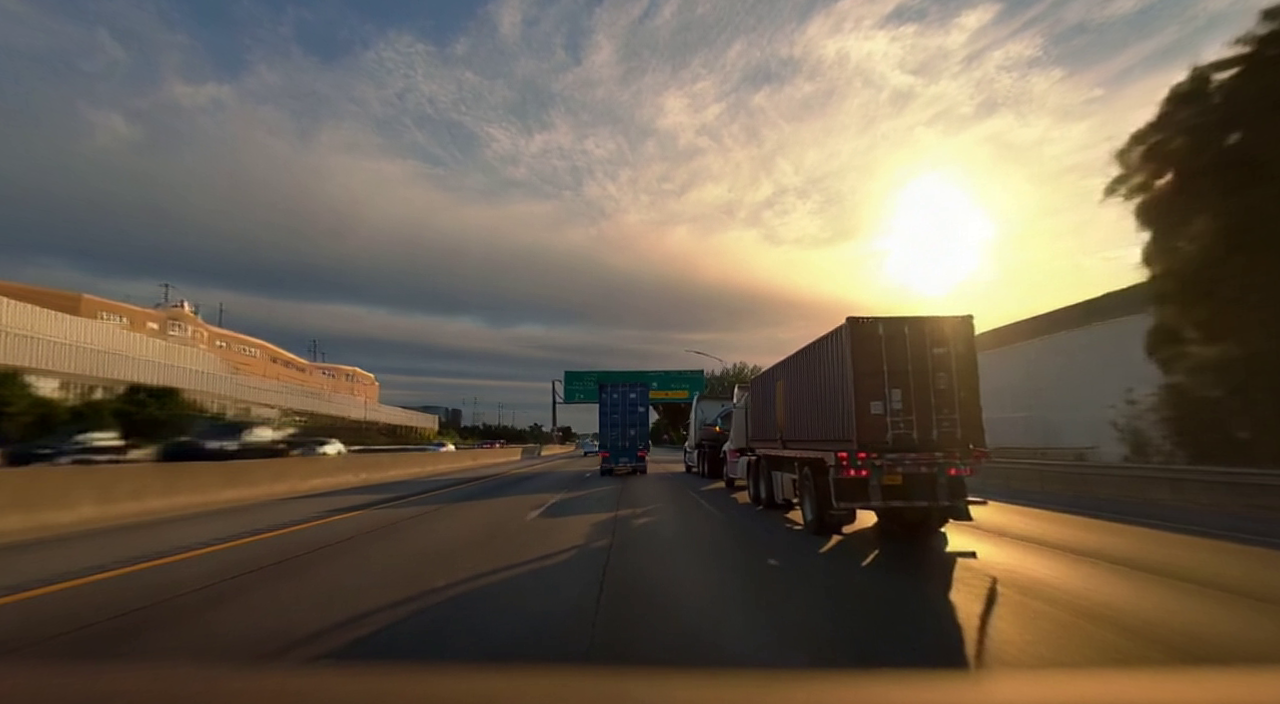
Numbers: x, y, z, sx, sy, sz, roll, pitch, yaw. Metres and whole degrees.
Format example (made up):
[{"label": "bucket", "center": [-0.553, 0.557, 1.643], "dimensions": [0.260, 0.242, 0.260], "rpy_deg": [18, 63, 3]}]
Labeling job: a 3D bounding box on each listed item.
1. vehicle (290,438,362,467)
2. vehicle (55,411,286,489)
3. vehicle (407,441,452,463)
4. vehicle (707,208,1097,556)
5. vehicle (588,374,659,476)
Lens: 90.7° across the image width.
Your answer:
[{"label": "vehicle", "center": [-17.782, 5.700, 36.088], "dimensions": [1.897, 1.498, 4.642], "rpy_deg": [0, -8, -2]}, {"label": "vehicle", "center": [-12.528, 2.698, 17.589], "dimensions": [2.220, 1.787, 5.560], "rpy_deg": [0, -8, -1]}, {"label": "vehicle", "center": [-14.341, 6.829, 43.338], "dimensions": [1.814, 1.449, 4.409], "rpy_deg": [0, -8, -3]}, {"label": "vehicle", "center": [3.649, 1.198, 13.705], "dimensions": [2.803, 4.072, 12.744], "rpy_deg": [0, -8, -1]}, {"label": "vehicle", "center": [-0.558, 3.833, 31.670], "dimensions": [2.841, 4.071, 12.046], "rpy_deg": [-1, -8, 1]}]
